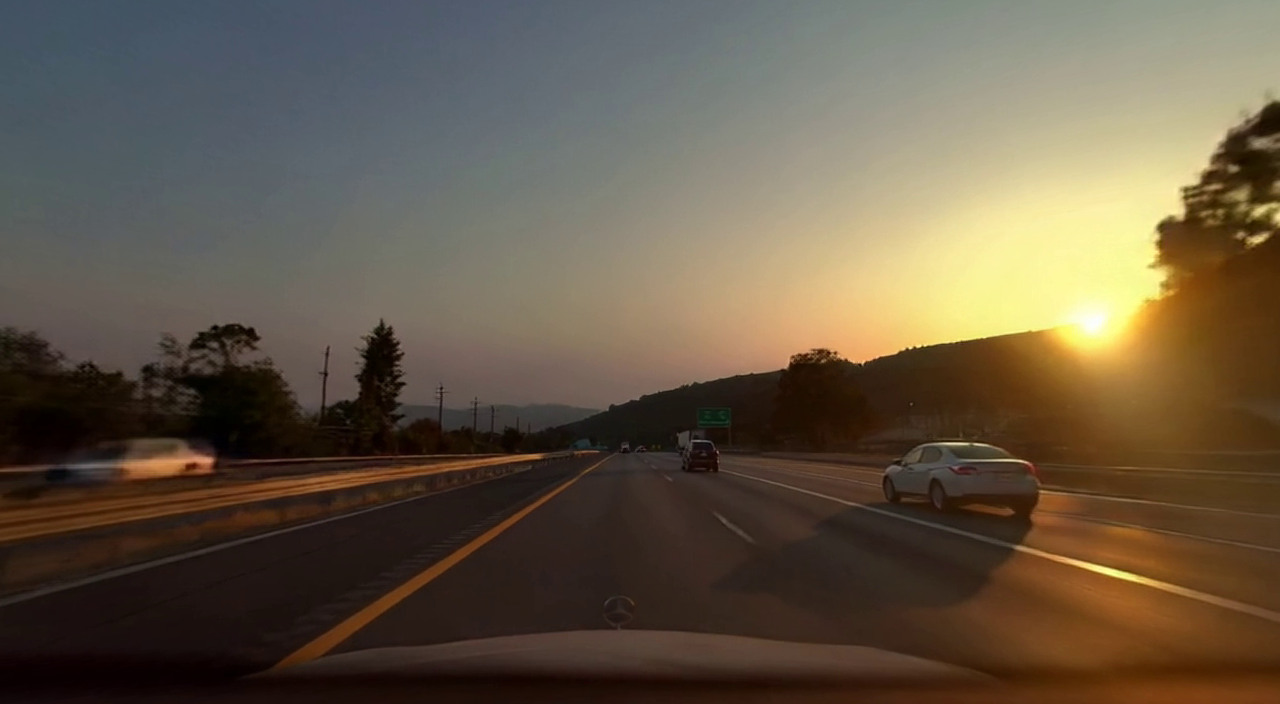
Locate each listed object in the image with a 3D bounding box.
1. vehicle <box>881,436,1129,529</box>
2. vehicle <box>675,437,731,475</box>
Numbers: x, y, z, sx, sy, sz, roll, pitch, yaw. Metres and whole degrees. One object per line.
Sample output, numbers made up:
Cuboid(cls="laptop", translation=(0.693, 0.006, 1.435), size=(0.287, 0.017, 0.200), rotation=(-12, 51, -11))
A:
Cuboid(cls="vehicle", translation=(6.980, 2.513, 12.931), size=(2.046, 1.509, 4.929), rotation=(0, -8, -2))
Cuboid(cls="vehicle", translation=(3.104, 5.271, 32.218), size=(2.141, 1.785, 4.778), rotation=(0, -8, -2))
